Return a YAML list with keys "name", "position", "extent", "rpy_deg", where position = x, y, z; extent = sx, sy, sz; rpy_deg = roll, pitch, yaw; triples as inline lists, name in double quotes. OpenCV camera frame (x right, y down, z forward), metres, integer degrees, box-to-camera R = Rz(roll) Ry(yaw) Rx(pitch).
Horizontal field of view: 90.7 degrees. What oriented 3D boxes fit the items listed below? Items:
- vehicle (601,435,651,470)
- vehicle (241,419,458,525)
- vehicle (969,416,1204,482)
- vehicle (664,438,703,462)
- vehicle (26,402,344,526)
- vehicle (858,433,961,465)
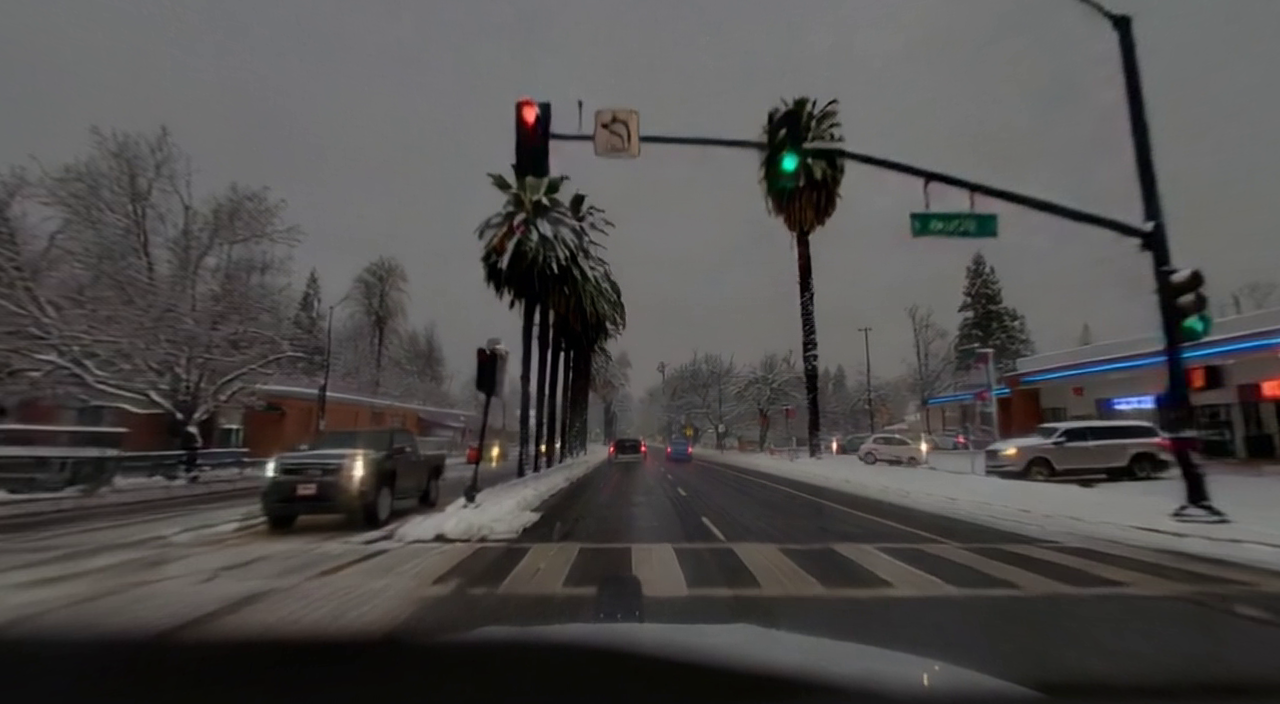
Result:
- name: "vehicle"
  position: [-0.665, 4.662, 29.655]
  extent: [2.160, 1.508, 4.319]
  rpy_deg: [0, -8, -1]
- name: "vehicle"
  position: [-5.187, 2.186, 12.136]
  extent: [2.060, 1.643, 4.359]
  rpy_deg: [0, -8, 0]
- name: "vehicle"
  position: [13.675, 3.004, 19.665]
  extent: [5.718, 1.911, 2.088]
  rpy_deg: [0, -8, -2]
- name: "vehicle"
  position: [2.714, 6.213, 40.245]
  extent: [2.060, 1.471, 4.168]
  rpy_deg: [0, -8, -2]
- name: "vehicle"
  position: [-8.768, 2.236, 13.260]
  extent: [2.306, 2.012, 5.852]
  rpy_deg: [0, -8, 0]
- name: "vehicle"
  position: [13.589, 4.907, 32.109]
  extent: [4.360, 1.523, 1.900]
  rpy_deg: [0, -8, -1]
